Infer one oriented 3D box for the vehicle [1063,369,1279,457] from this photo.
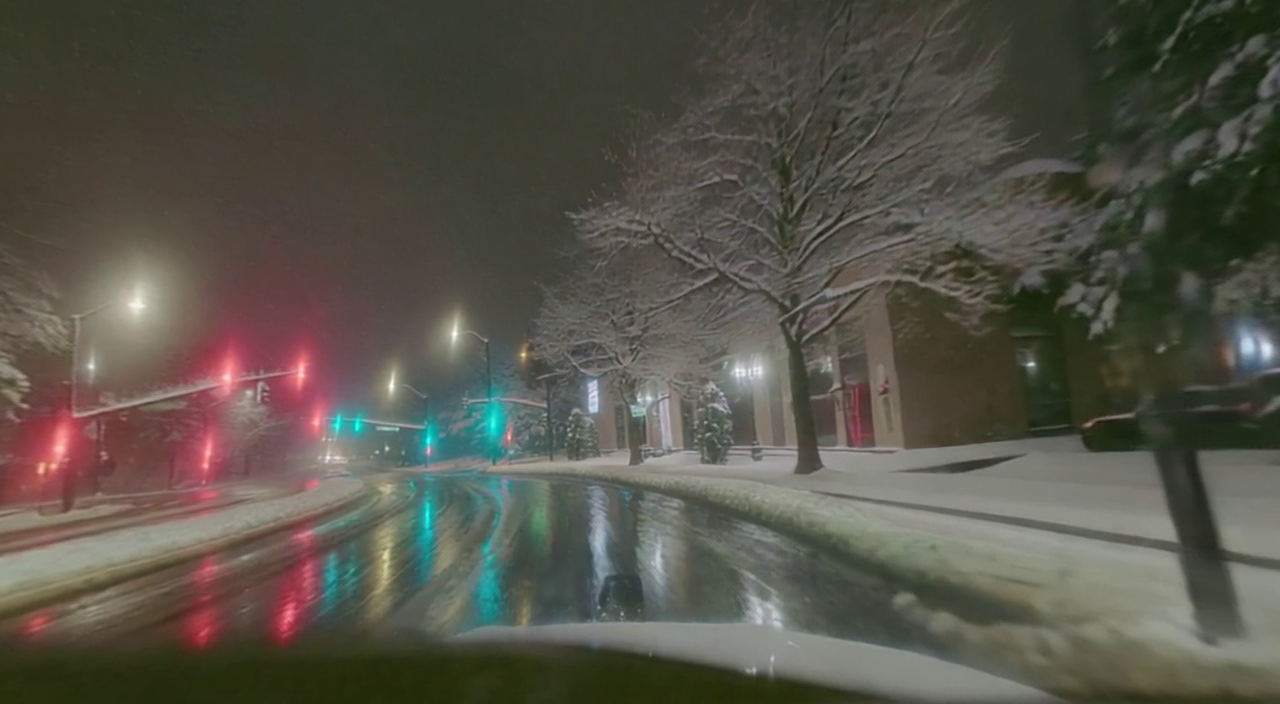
[{"bbox_3d":[13.833,1.634,16.353,1.925,1.546,4.187,-3,-10,-40],"label":"vehicle"}]
